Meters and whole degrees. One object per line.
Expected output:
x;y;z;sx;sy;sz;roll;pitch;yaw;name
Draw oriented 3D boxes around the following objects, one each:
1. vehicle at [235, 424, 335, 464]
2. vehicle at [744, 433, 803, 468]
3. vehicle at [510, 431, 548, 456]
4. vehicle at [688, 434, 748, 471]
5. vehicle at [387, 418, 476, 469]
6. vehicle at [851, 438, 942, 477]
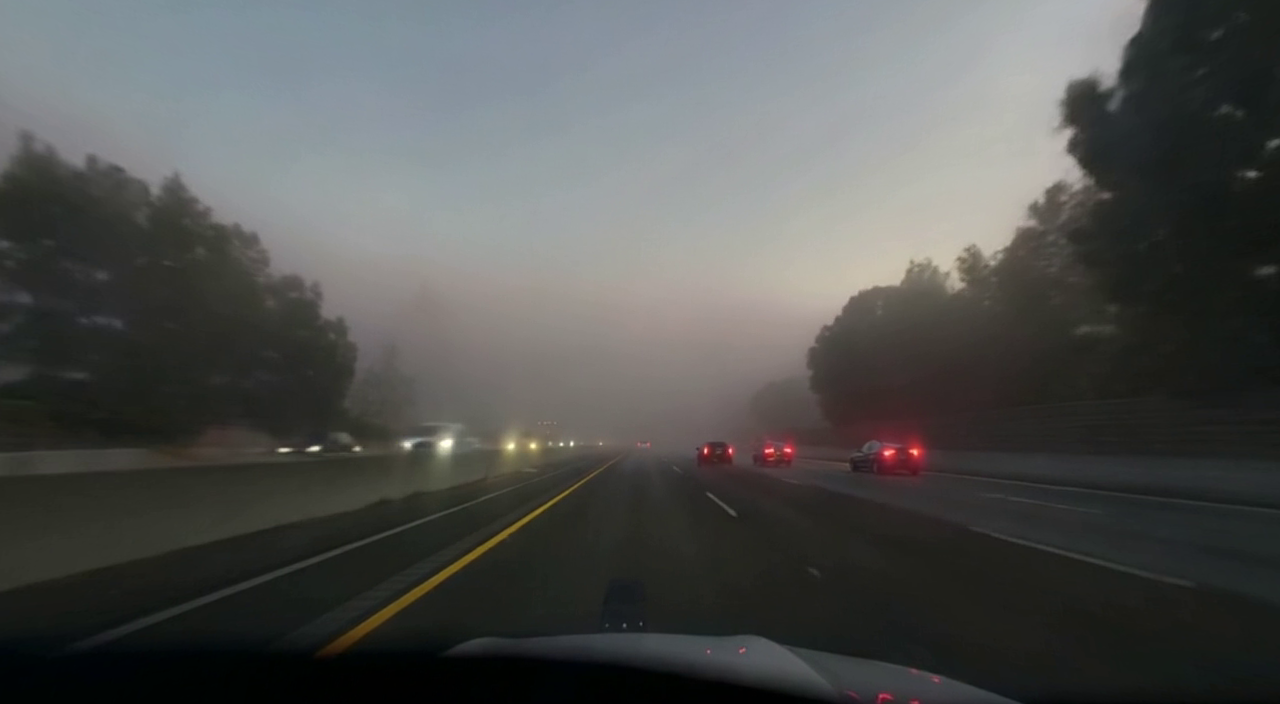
-13.923;3.645;24.995;1.799;1.457;3.669;0;-8;1;vehicle
7.248;5.392;34.670;2.178;1.749;4.570;0;-8;-1;vehicle
-6.351;5.308;36.516;1.511;1.402;3.426;0;-8;1;vehicle
3.671;4.814;30.478;2.326;1.644;4.206;0;-8;-1;vehicle
-6.920;3.088;21.300;1.682;1.546;3.711;0;-8;1;vehicle
10.638;4.391;26.553;1.970;1.479;4.480;0;-8;0;vehicle
